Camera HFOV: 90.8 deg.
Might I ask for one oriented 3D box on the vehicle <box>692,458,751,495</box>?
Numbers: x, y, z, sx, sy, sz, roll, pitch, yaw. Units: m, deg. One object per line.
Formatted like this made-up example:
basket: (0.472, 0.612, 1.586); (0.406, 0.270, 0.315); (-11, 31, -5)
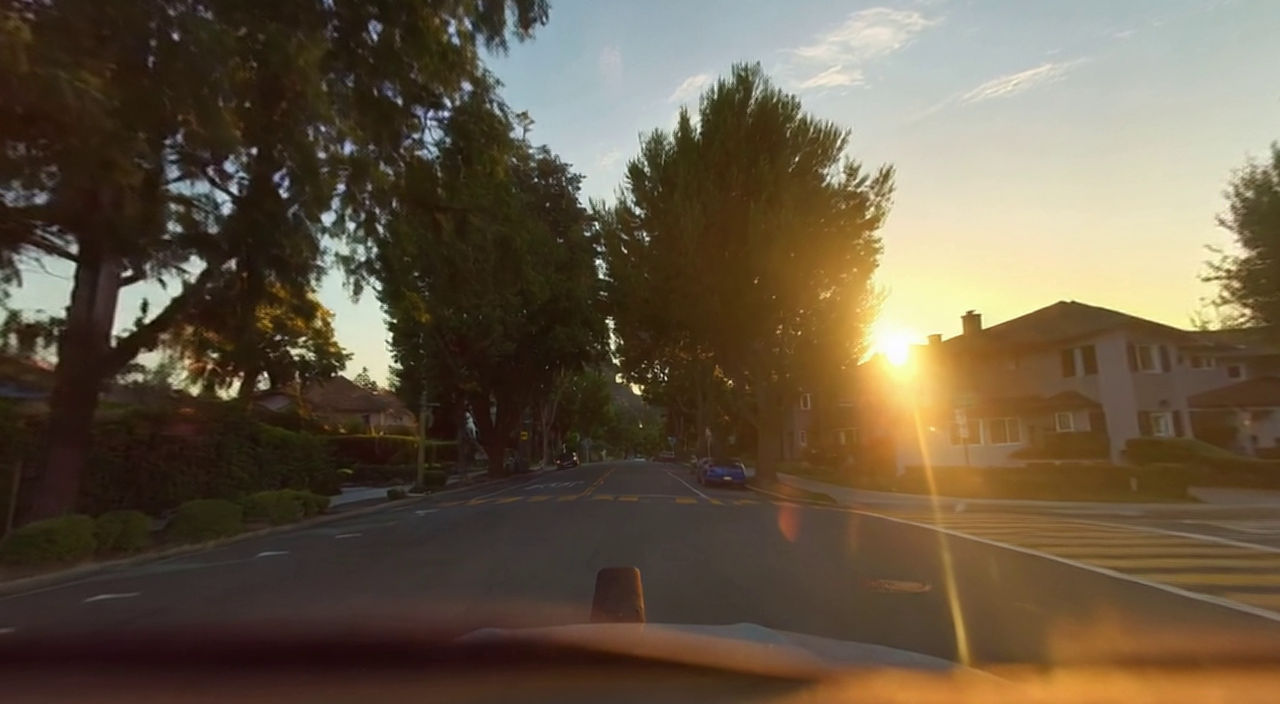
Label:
vehicle: (3.627, 5.652, 28.993); (1.961, 1.472, 4.434); (0, -9, -2)
